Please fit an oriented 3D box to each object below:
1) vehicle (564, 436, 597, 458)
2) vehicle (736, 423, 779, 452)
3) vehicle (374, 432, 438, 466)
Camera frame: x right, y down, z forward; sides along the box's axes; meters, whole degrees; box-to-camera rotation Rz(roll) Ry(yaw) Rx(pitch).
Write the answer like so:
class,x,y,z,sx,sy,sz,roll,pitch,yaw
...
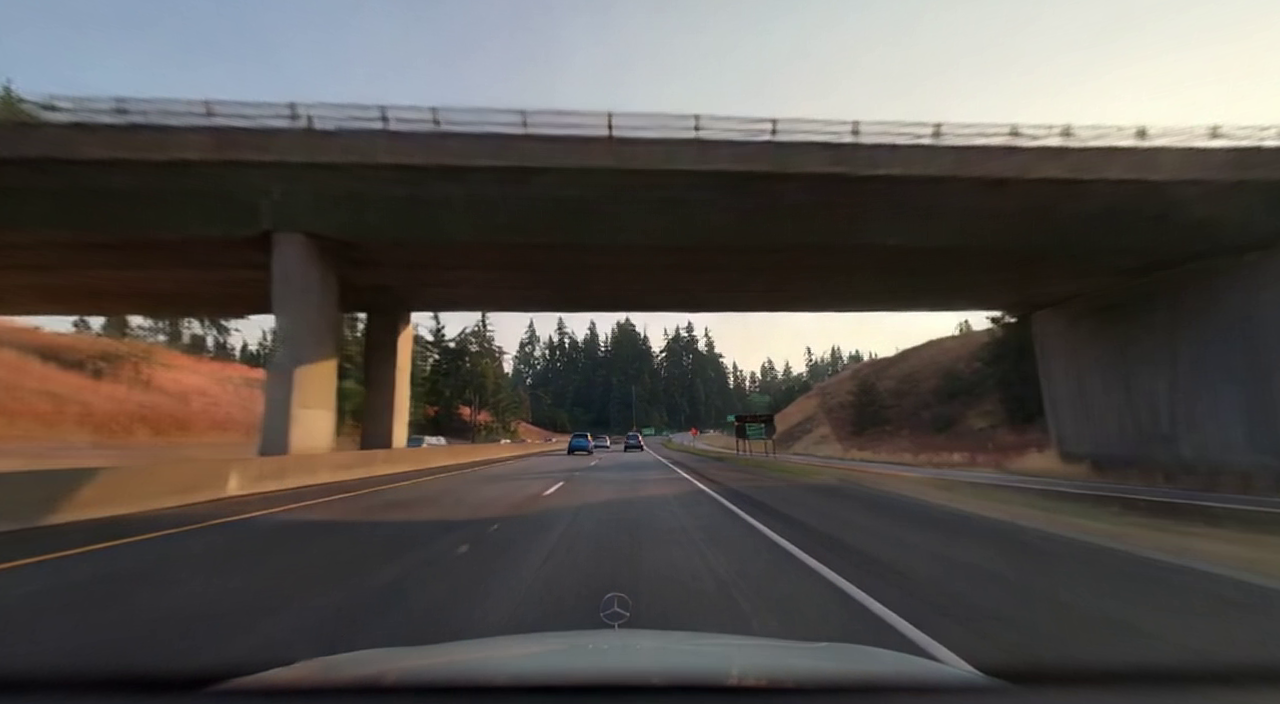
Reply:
class,x,y,z,sx,sy,sz,roll,pitch,yaw
vehicle,-4.531,7.246,48.368,2.169,1.588,4.264,0,-8,-1
vehicle,9.003,6.628,48.686,2.123,2.156,4.679,1,-8,-4
vehicle,-13.411,5.559,36.372,1.945,1.808,4.670,0,-8,-1
